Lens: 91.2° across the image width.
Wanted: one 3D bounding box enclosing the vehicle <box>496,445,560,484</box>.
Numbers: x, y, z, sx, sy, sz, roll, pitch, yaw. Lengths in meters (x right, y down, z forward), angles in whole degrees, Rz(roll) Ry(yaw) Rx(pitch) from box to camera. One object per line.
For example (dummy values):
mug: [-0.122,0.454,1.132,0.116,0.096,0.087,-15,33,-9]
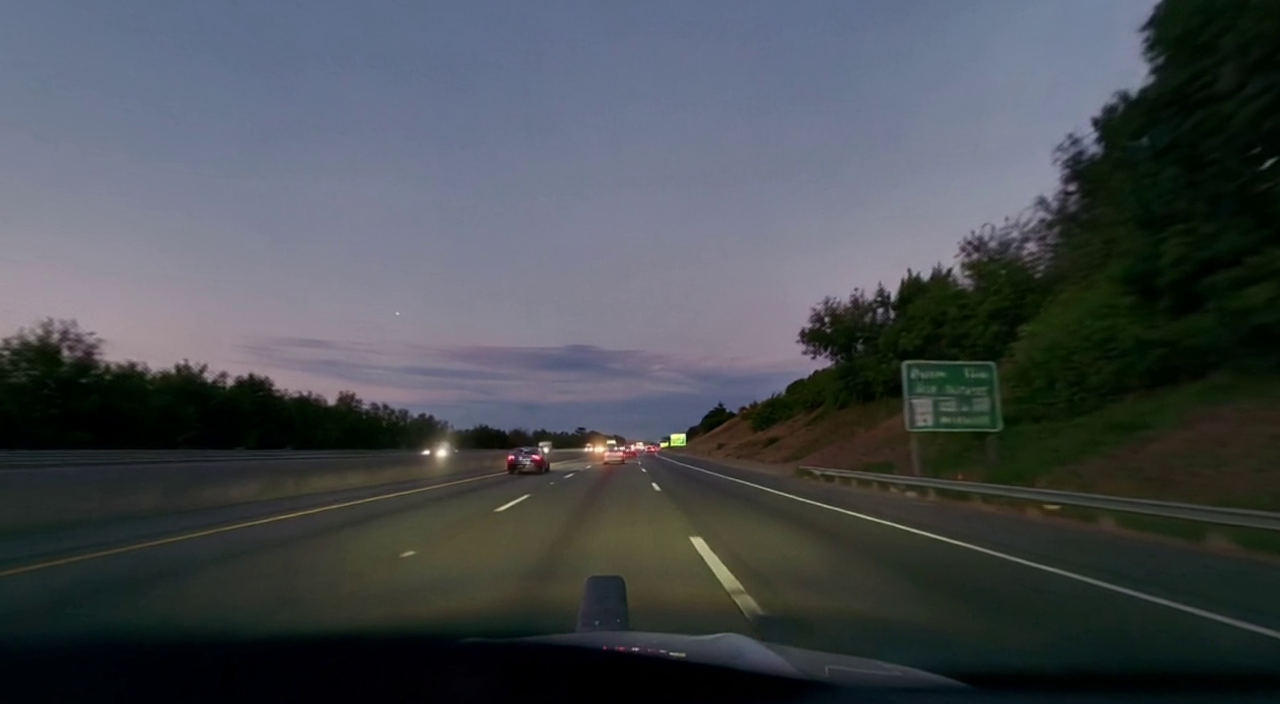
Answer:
vehicle: [-4.846,4.939,27.828,2.028,1.563,4.734,0,-9,-1]
